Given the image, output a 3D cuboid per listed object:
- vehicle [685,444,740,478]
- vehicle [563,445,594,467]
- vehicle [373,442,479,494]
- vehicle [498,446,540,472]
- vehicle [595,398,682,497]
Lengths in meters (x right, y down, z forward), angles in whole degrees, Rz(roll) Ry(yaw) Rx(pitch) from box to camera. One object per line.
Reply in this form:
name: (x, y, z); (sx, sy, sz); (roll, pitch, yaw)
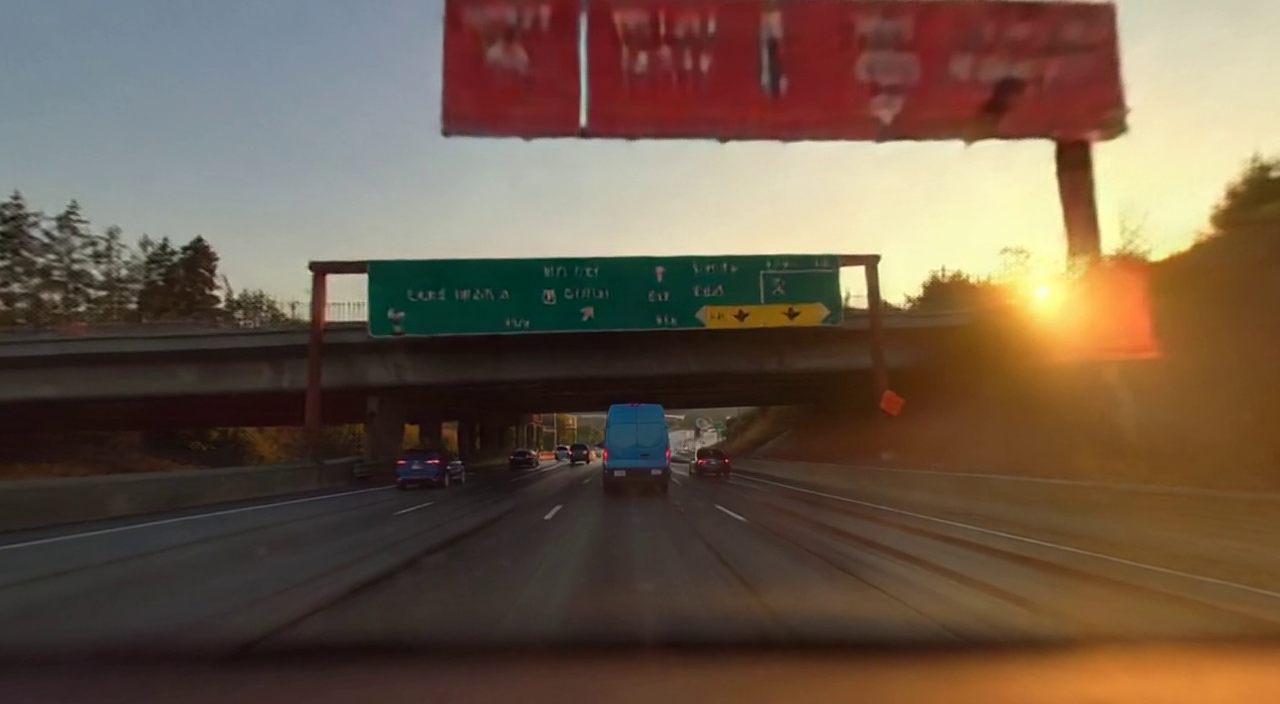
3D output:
vehicle: (3.399, 5.227, 30.426); (2.015, 1.491, 4.732); (0, -9, -1)
vehicle: (-4.515, 7.737, 46.605); (2.002, 1.536, 4.021); (0, -9, -2)
vehicle: (-6.913, 3.786, 20.807); (2.003, 1.498, 4.386); (0, -9, 0)
vehicle: (-7.683, 6.801, 40.092); (2.026, 1.506, 4.102); (0, -9, -3)
vehicle: (-0.175, 2.884, 19.062); (2.268, 2.551, 5.144); (0, -9, -3)
